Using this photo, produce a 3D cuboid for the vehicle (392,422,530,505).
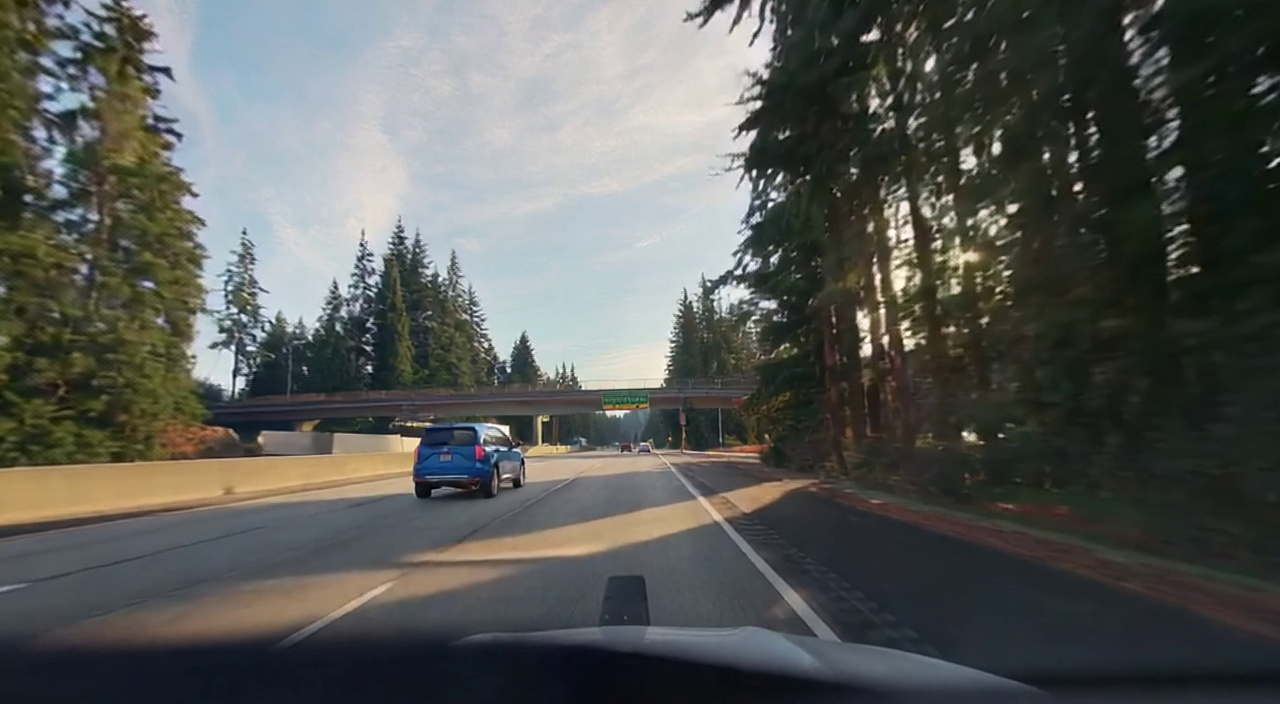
[{"bbox_3d":[-4.236,2.696,15.821,2.084,1.752,4.479,0,-8,1],"label":"vehicle"}]
